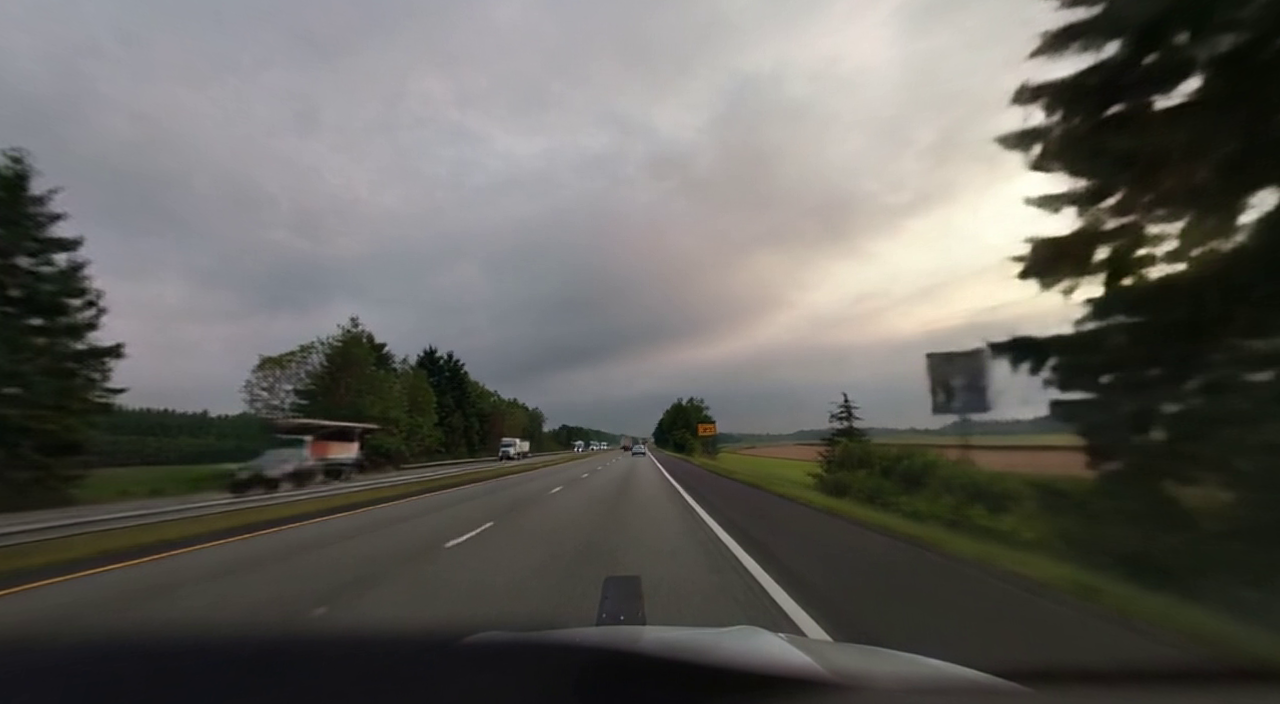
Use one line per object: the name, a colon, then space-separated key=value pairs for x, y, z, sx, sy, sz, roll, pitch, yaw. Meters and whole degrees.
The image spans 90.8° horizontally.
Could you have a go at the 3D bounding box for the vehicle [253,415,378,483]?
vehicle: x=-16.594 y=5.083 z=33.010 sx=2.573 sy=3.131 sz=7.517 roll=0 pitch=-9 yaw=-1

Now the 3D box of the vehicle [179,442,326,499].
vehicle: x=-12.242 y=3.744 z=20.346 sx=1.903 sy=1.592 sz=4.451 roll=0 pitch=-9 yaw=0
